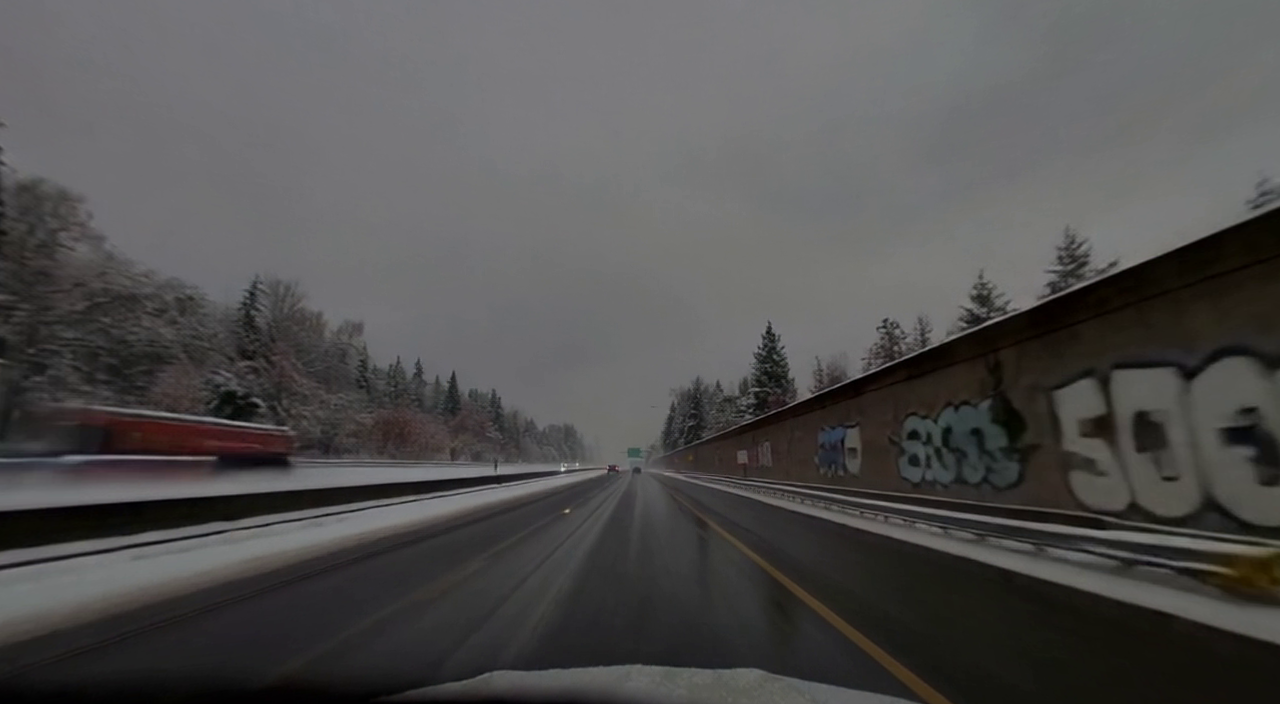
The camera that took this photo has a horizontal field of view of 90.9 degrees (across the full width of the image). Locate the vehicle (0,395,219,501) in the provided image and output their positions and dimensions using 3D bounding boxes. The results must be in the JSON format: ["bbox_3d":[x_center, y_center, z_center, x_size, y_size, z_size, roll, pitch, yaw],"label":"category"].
[{"bbox_3d":[-17.976,3.114,19.820,3.126,2.663,9.061,1,-10,0],"label":"vehicle"}]
